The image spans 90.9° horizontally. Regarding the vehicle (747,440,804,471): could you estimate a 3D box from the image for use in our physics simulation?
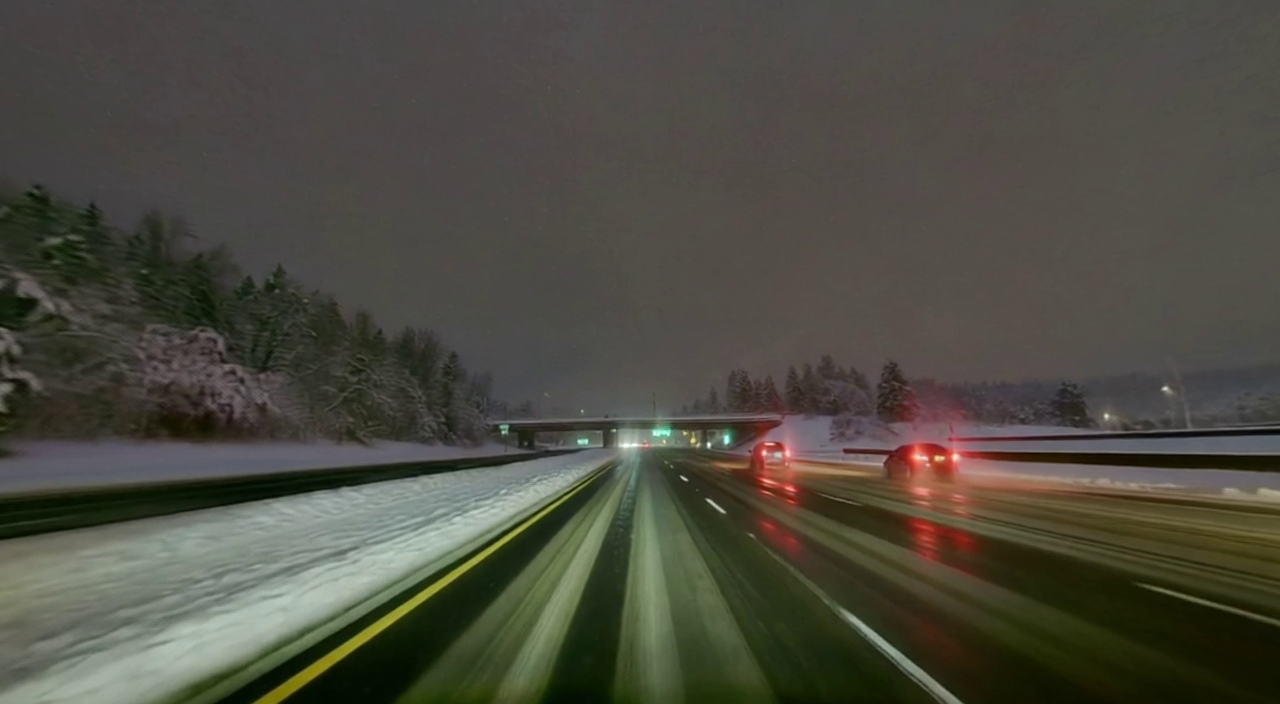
[{"bbox_3d":[7.065,5.420,33.246,2.025,1.484,4.208,0,-8,-1],"label":"vehicle"}]
